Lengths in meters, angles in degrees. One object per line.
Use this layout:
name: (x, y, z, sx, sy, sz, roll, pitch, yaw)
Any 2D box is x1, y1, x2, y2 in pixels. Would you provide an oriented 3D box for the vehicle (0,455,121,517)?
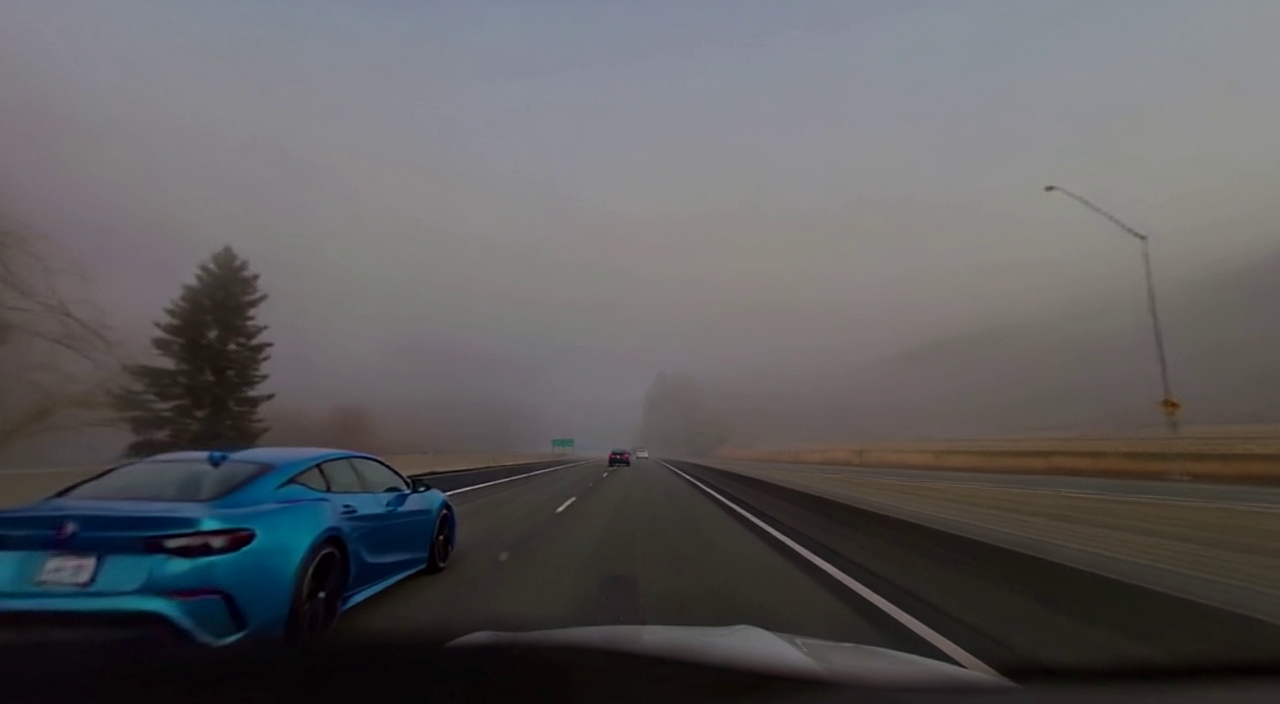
vehicle: (-16.431, 3.448, 16.532, 2.007, 1.444, 4.190, 0, -9, 1)

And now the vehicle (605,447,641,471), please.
vehicle: (-1.061, 6.979, 41.299, 2.170, 1.451, 4.584, 0, -9, 1)
